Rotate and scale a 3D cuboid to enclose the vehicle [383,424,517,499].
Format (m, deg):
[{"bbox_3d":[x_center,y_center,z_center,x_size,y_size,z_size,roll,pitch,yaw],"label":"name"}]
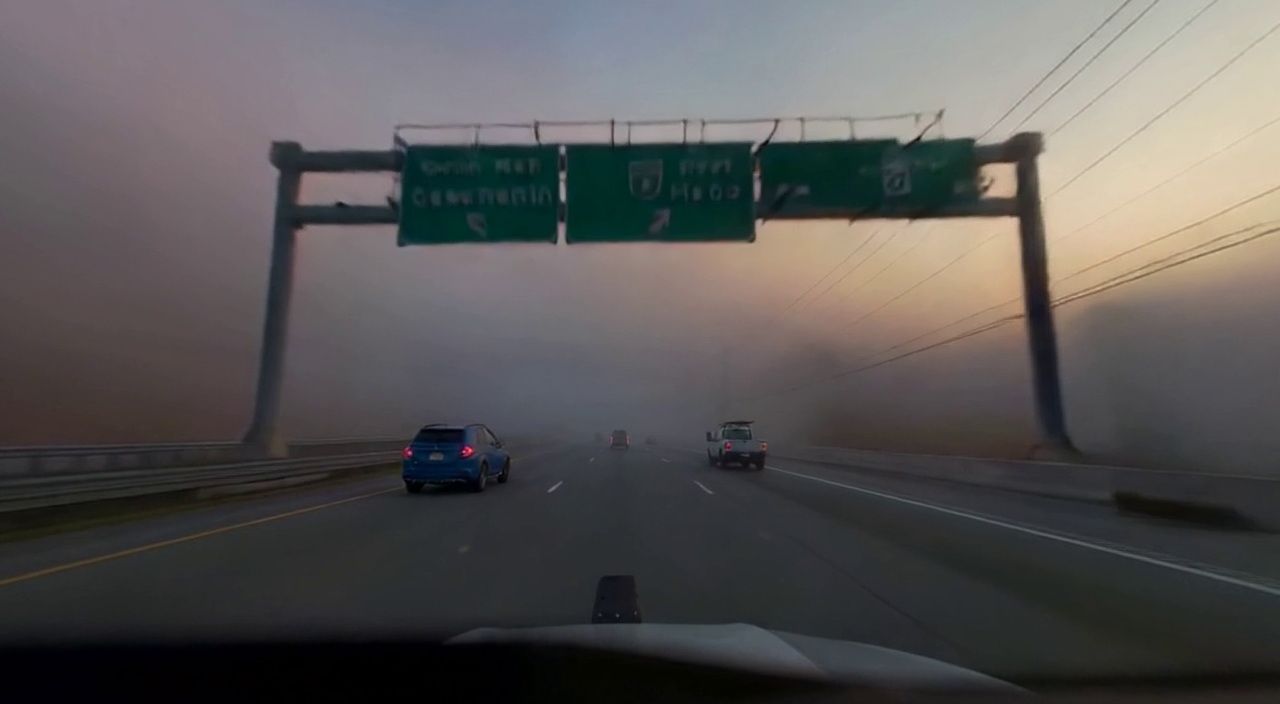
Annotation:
[{"bbox_3d":[-4.454,2.599,15.501,2.100,1.590,4.077,0,-7,-1],"label":"vehicle"}]

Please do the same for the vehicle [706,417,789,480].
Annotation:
[{"bbox_3d":[3.477,3.155,20.938,1.976,1.905,3.263,0,-7,-4],"label":"vehicle"}]

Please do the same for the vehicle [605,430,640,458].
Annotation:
[{"bbox_3d":[-1.193,5.902,40.744,2.159,1.690,3.720,0,-7,-3],"label":"vehicle"}]
